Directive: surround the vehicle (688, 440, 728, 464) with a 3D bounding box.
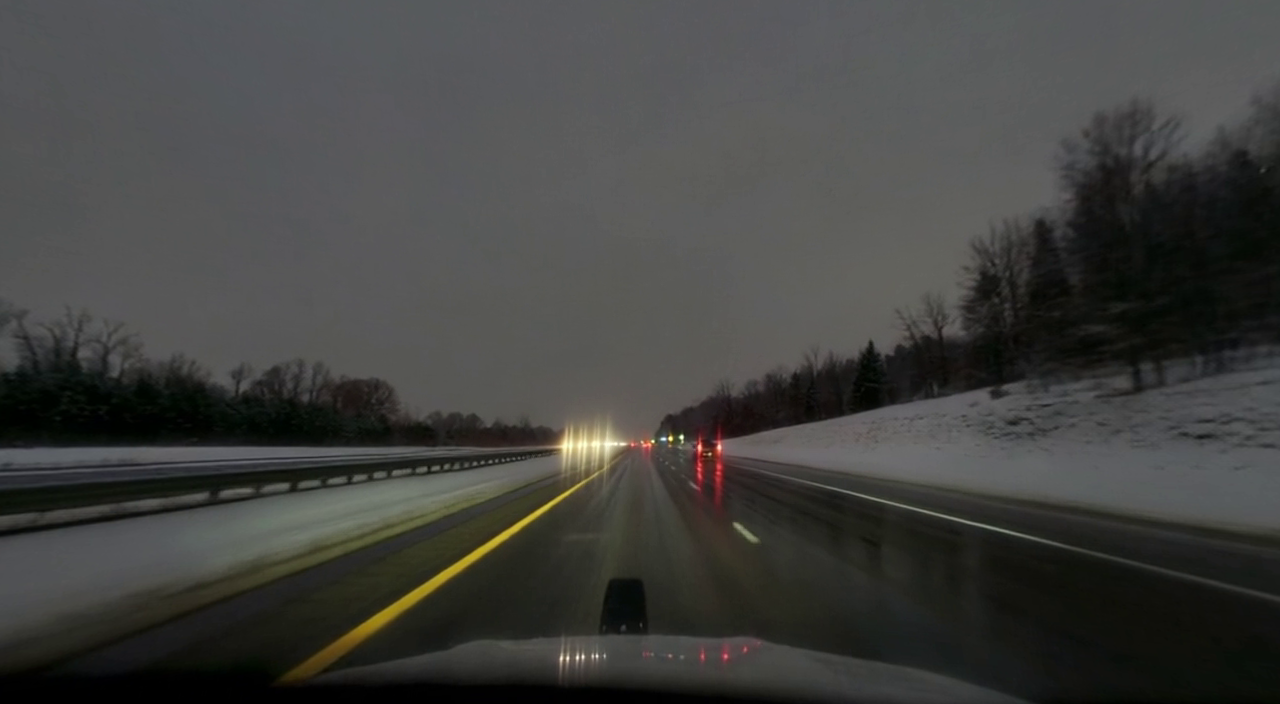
[{"bbox_3d":[4.497,6.720,42.367,2.012,1.476,4.256,0,-9,-2],"label":"vehicle"}]
